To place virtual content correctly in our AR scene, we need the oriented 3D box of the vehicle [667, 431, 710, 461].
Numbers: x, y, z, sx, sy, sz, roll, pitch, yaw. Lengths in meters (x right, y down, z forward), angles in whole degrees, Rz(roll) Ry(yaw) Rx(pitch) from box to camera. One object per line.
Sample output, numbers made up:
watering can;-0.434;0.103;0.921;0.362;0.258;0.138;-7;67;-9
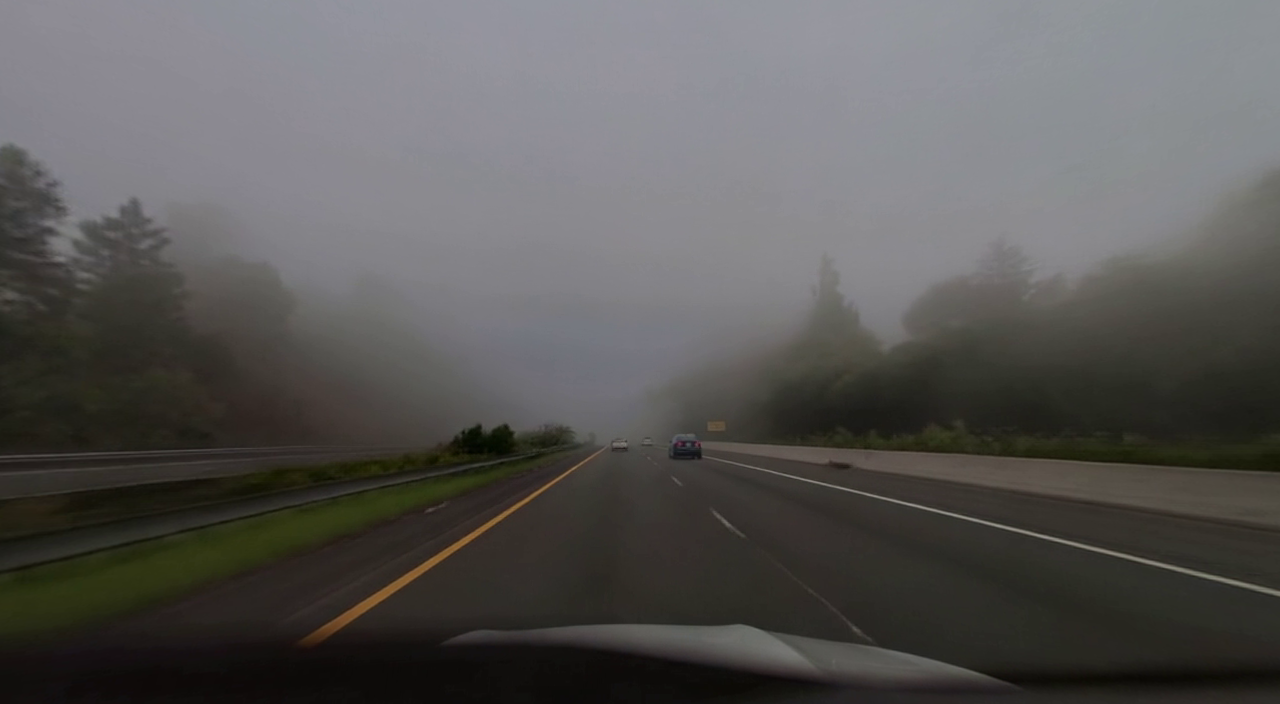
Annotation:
vehicle;2.872;5.642;38.206;2.085;1.681;4.436;0;-7;-2
